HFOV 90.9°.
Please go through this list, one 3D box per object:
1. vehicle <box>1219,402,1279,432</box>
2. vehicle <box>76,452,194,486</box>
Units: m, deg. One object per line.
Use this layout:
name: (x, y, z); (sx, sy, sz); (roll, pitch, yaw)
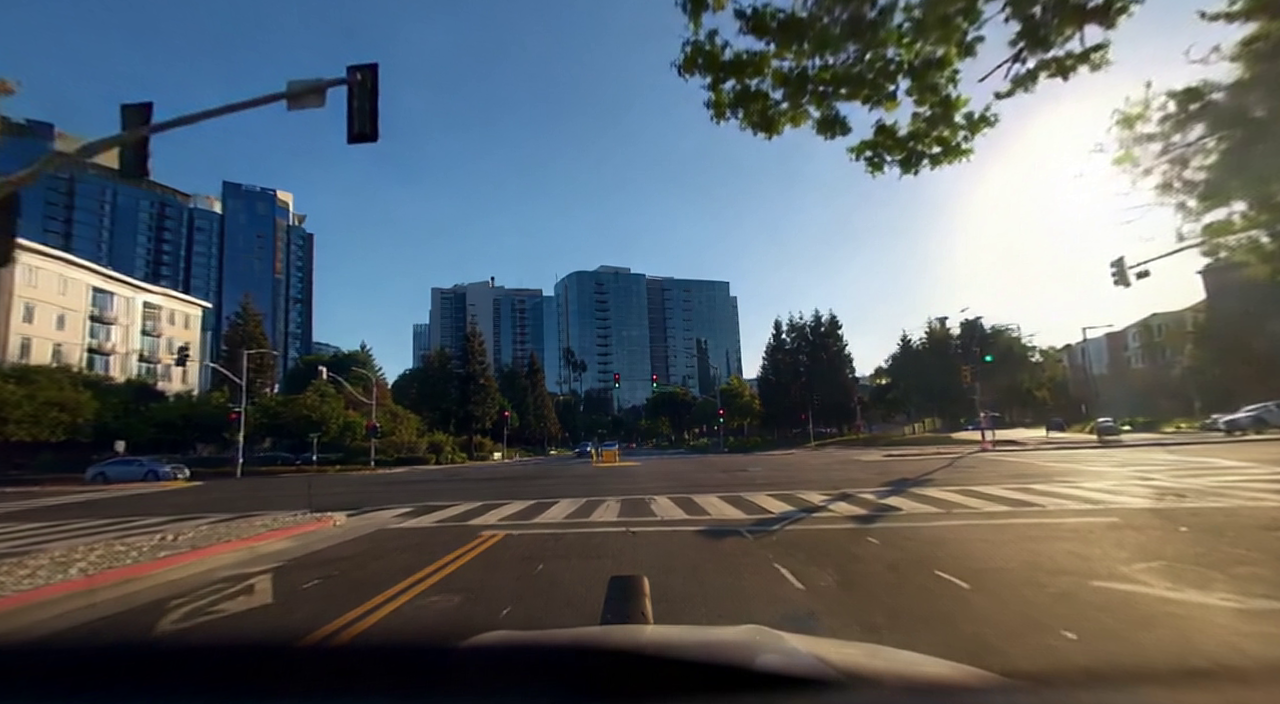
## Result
vehicle: (37.714, 3.899, 37.474); (4.483, 1.691, 1.949); (0, -8, 1)
vehicle: (-25.156, 5.827, 31.496); (4.332, 1.573, 1.900); (0, -8, 3)
